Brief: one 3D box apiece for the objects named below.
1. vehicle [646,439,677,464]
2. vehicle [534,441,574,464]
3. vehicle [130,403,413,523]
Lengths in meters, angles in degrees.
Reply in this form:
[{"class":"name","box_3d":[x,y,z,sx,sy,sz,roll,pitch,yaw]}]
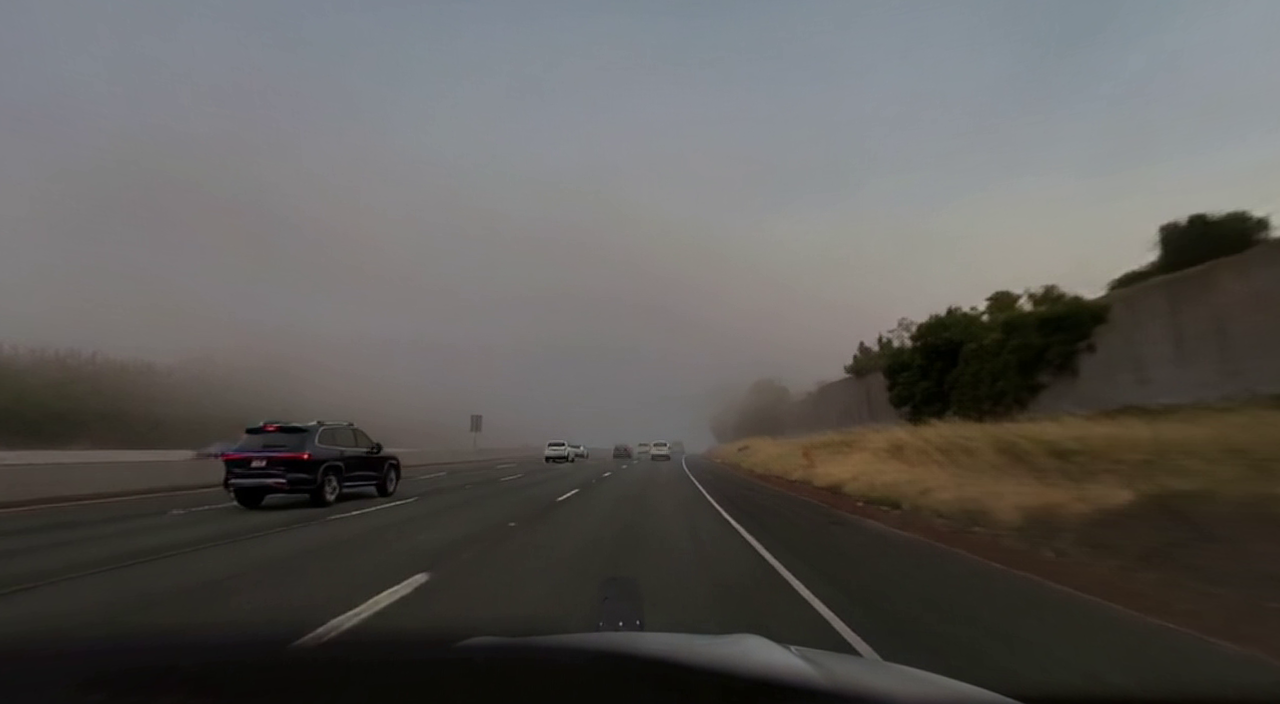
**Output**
[{"class":"vehicle","box_3d":[1.609,7.267,46.078,2.141,1.706,4.065,0,-8,3]},{"class":"vehicle","box_3d":[-6.132,7.210,45.381,1.986,1.534,4.255,0,-8,3]},{"class":"vehicle","box_3d":[-7.110,2.233,13.256,2.438,1.967,5.596,0,-8,1]}]
